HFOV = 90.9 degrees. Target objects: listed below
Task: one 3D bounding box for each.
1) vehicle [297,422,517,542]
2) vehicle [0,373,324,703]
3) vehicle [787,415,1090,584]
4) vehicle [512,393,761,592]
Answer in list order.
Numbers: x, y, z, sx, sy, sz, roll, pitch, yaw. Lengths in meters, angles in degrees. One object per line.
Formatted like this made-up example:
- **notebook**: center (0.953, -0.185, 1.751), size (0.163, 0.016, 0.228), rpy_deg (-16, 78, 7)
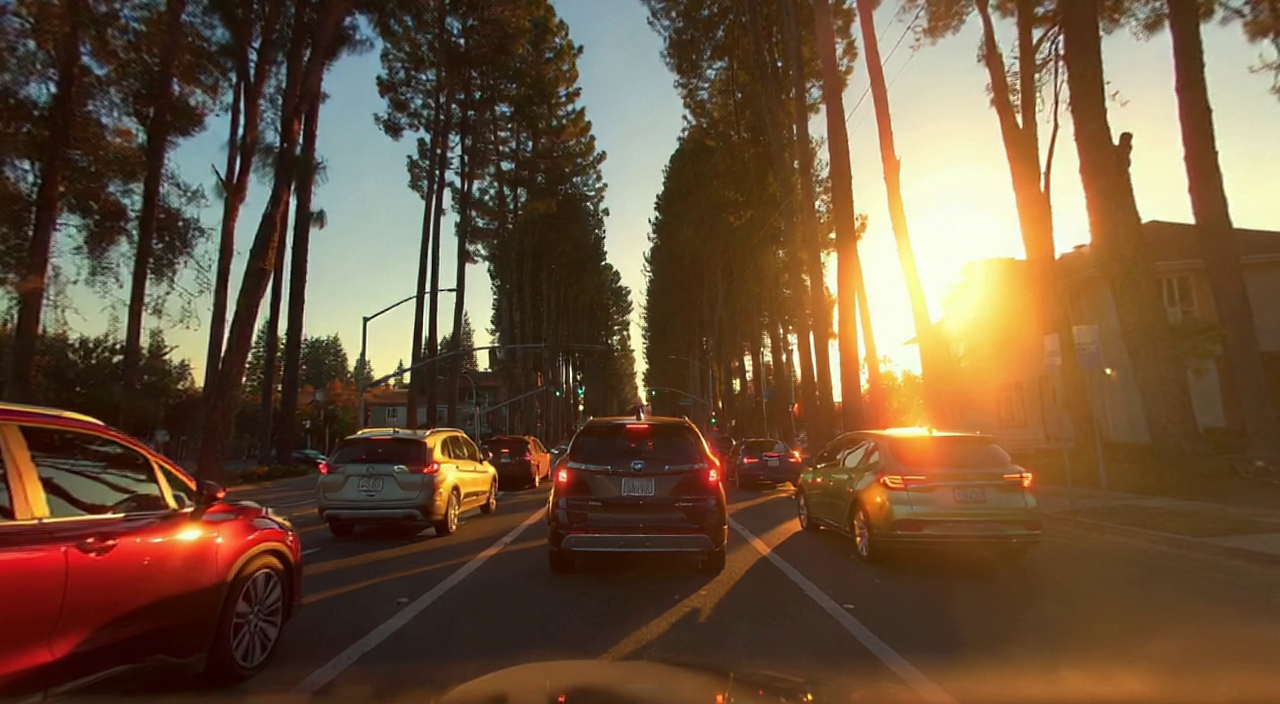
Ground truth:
- **vehicle**: center (-3.646, 2.112, 10.894), size (2.042, 1.641, 4.314), rpy_deg (0, -8, 1)
- **vehicle**: center (-3.779, 0.996, 3.301), size (1.929, 1.641, 4.193), rpy_deg (0, -8, 2)
- **vehicle**: center (3.265, 1.670, 7.861), size (1.922, 1.579, 3.642), rpy_deg (0, -8, -1)
- **vehicle**: center (-0.003, 1.534, 7.658), size (2.193, 1.744, 4.033), rpy_deg (0, -8, 1)
